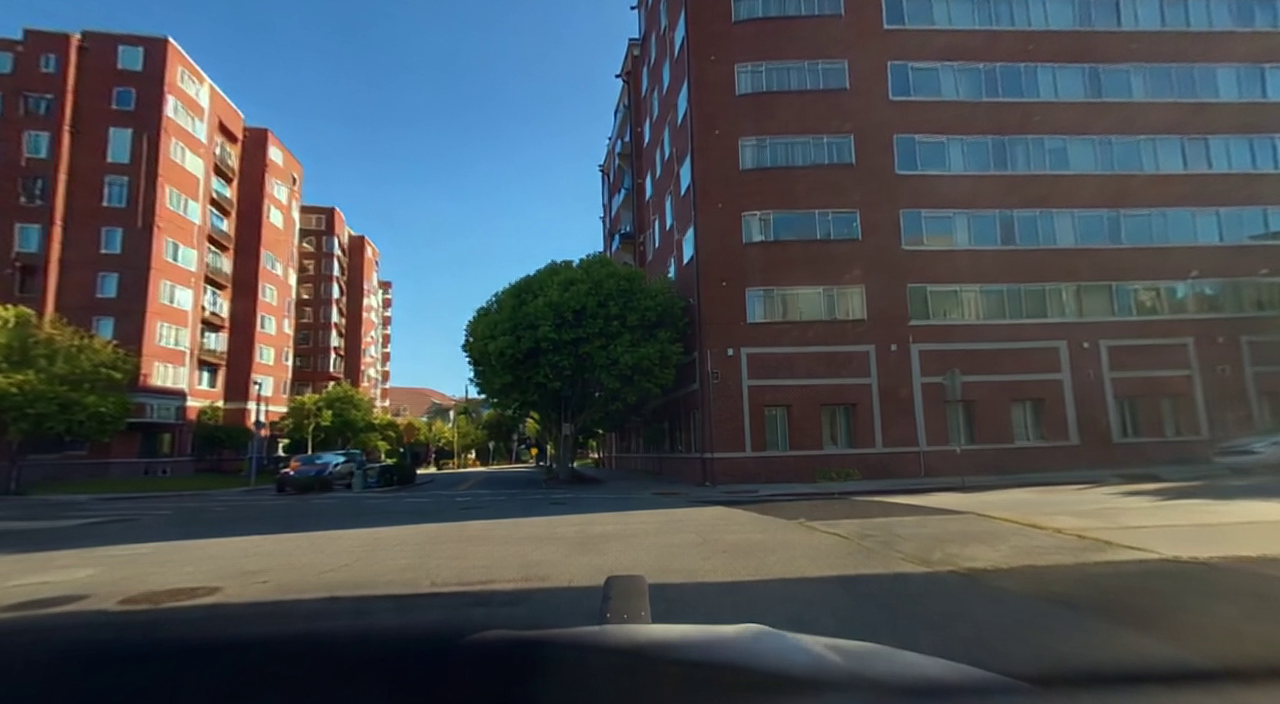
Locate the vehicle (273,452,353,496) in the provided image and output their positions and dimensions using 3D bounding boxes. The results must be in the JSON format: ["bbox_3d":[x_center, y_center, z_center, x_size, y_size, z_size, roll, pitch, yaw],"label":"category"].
[{"bbox_3d":[-13.187,4.881,25.701,2.027,1.475,4.522,0,-8,-16],"label":"vehicle"}]
